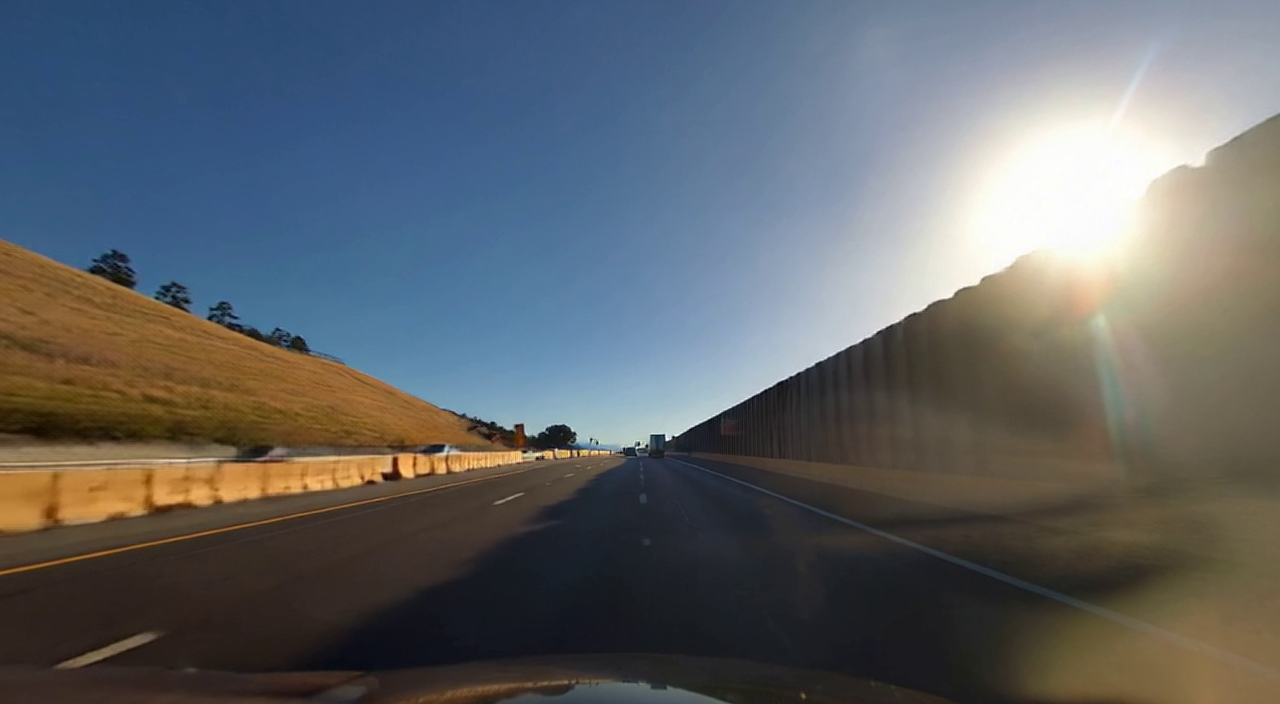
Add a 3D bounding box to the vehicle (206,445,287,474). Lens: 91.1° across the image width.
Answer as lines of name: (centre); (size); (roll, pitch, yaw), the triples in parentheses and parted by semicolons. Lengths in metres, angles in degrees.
vehicle: (-21.275, 5.820, 34.192); (1.886, 1.458, 3.828); (0, -9, 0)
